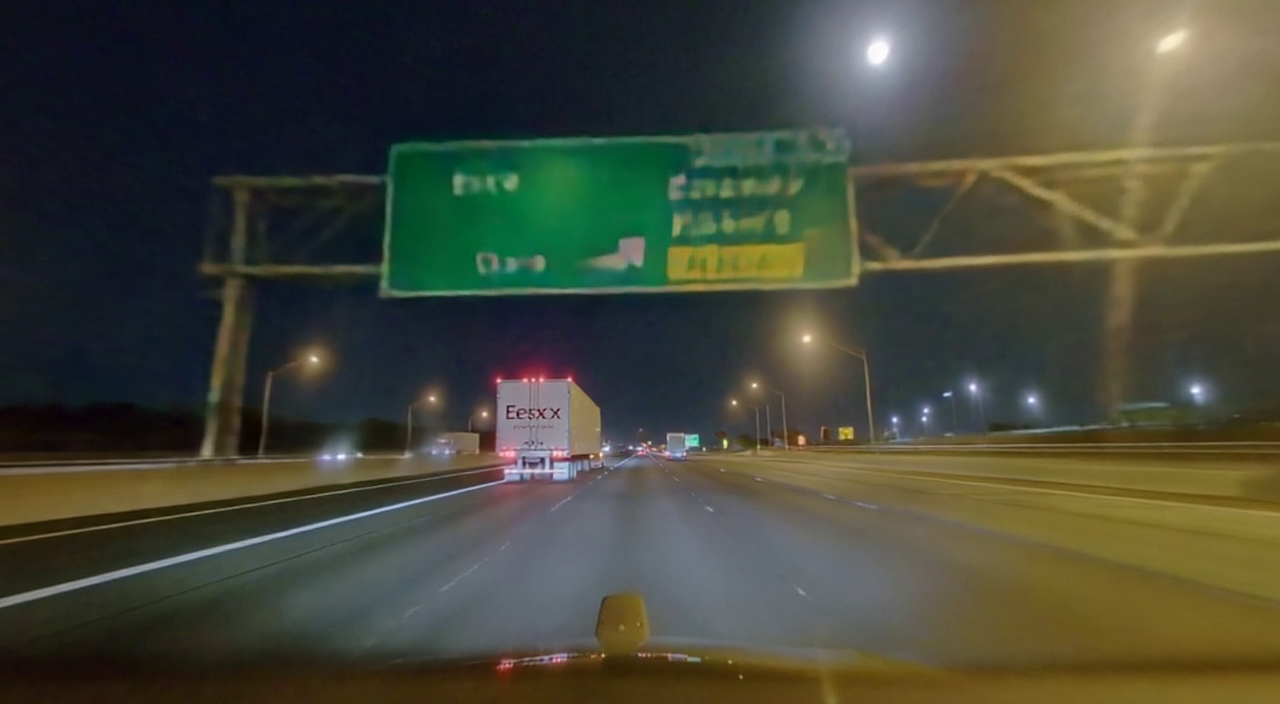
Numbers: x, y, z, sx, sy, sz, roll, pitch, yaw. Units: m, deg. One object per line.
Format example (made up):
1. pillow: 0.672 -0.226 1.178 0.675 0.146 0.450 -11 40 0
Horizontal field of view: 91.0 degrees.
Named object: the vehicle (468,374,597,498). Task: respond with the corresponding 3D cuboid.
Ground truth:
1. vehicle: -3.278 2.977 21.810 2.922 3.458 8.360 0 -9 0
